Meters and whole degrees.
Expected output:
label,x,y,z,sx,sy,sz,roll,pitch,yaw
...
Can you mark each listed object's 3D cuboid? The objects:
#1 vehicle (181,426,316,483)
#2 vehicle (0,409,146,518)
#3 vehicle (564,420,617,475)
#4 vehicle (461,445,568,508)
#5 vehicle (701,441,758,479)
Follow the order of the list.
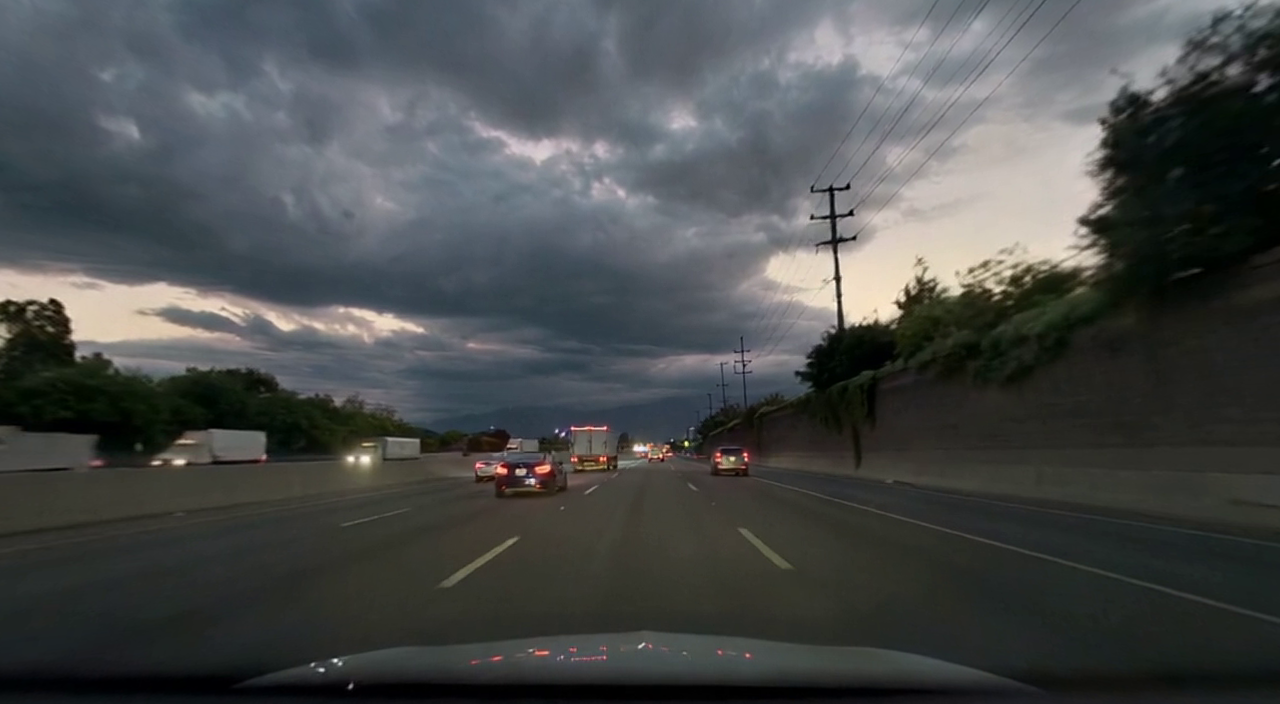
label,x,y,z,sx,sy,sz,roll,pitch,yaw
vehicle,-19.440,5.147,31.883,2.216,2.563,6.917,0,-9,1
vehicle,-15.567,2.602,14.772,2.430,2.421,6.683,0,-9,1
vehicle,-3.028,6.146,40.487,2.632,3.153,6.879,0,-9,1
vehicle,-3.229,3.294,17.117,2.004,1.498,4.043,0,-9,1
vehicle,4.533,5.542,32.670,2.214,1.799,4.627,0,-9,-1
